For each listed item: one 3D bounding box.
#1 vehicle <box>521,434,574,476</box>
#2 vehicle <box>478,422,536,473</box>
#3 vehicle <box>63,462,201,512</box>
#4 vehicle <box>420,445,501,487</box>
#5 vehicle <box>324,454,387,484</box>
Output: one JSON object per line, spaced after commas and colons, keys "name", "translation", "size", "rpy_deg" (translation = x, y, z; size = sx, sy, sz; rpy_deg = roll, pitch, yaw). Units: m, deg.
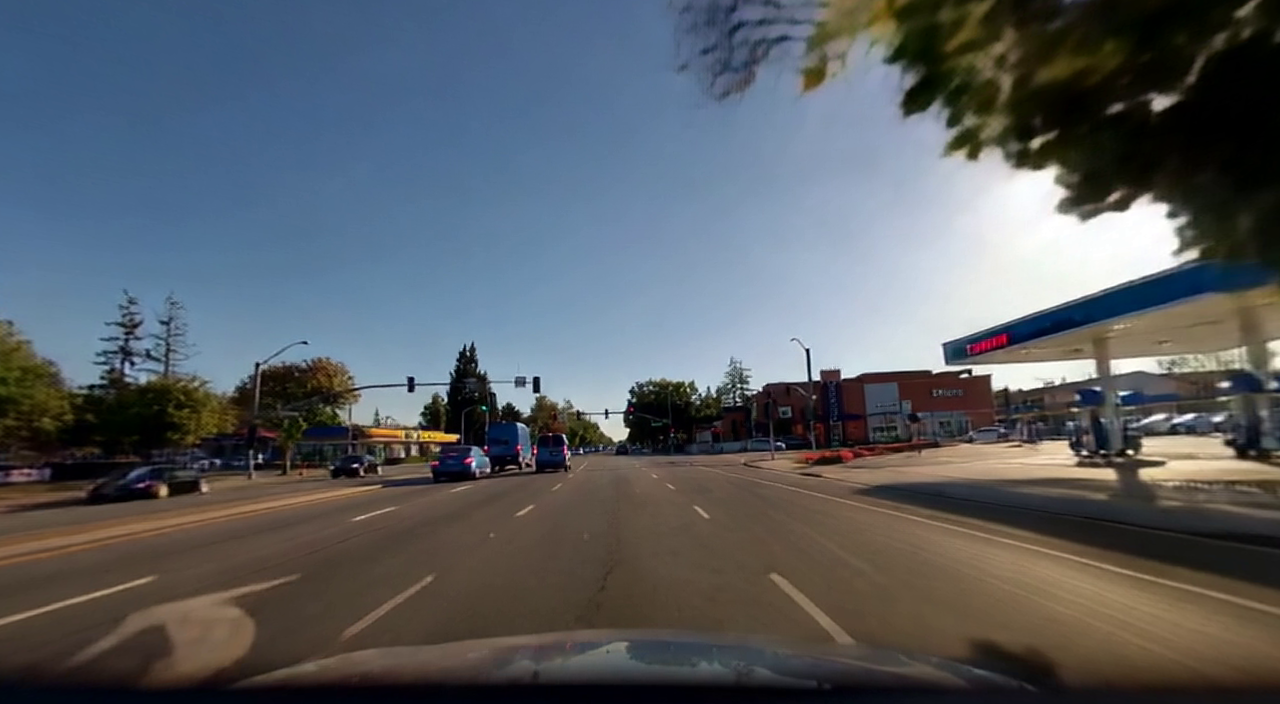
{"name": "vehicle", "translation": [-4.734, 5.390, 33.279], "size": [2.206, 2.007, 5.190], "rpy_deg": [0, -9, -2]}
{"name": "vehicle", "translation": [-7.649, 5.579, 36.942], "size": [2.405, 2.696, 5.561], "rpy_deg": [0, -9, -3]}
{"name": "vehicle", "translation": [-19.941, 5.270, 25.116], "size": [1.930, 1.659, 4.364], "rpy_deg": [0, -9, -2]}
{"name": "vehicle", "translation": [-7.031, 4.504, 25.314], "size": [1.993, 1.490, 4.768], "rpy_deg": [0, -9, -2]}
{"name": "vehicle", "translation": [-17.042, 6.985, 38.045], "size": [2.045, 1.621, 4.220], "rpy_deg": [0, -9, -4]}
